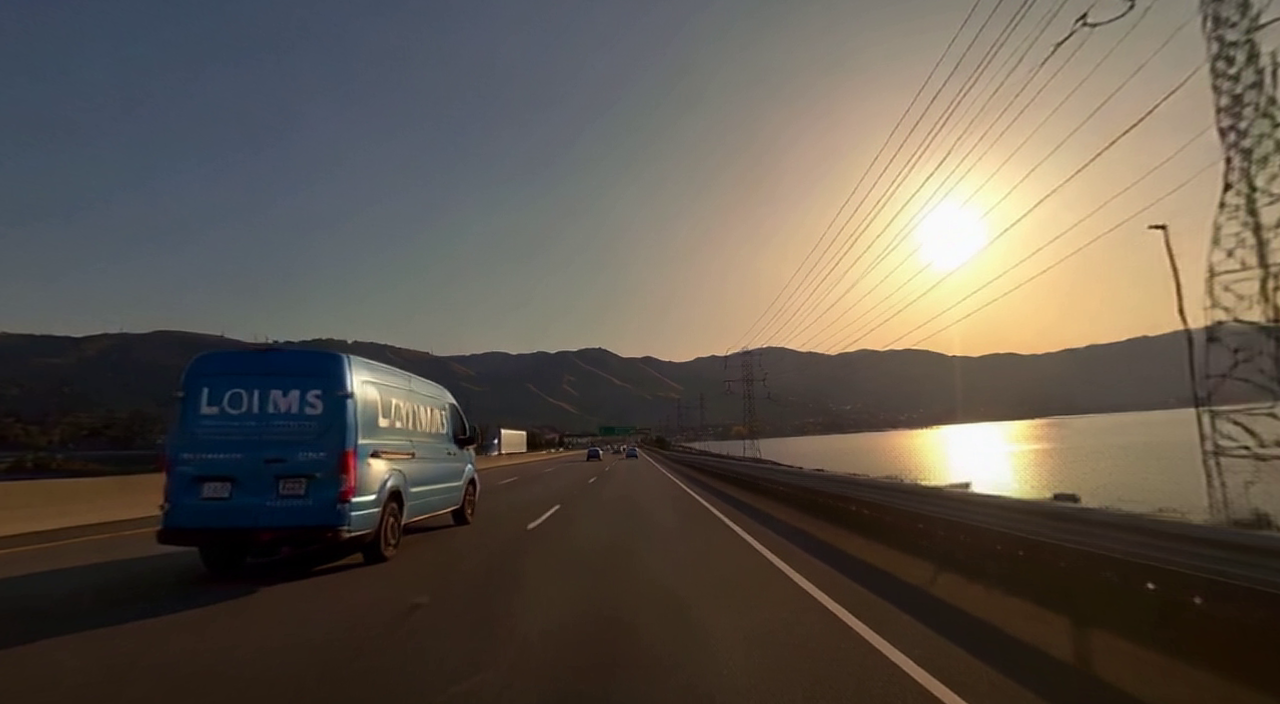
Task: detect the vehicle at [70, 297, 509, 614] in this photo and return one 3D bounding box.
[{"bbox_3d":[-3.697,1.349,8.836,2.331,2.757,6.581,0,-8,0],"label":"vehicle"}]
